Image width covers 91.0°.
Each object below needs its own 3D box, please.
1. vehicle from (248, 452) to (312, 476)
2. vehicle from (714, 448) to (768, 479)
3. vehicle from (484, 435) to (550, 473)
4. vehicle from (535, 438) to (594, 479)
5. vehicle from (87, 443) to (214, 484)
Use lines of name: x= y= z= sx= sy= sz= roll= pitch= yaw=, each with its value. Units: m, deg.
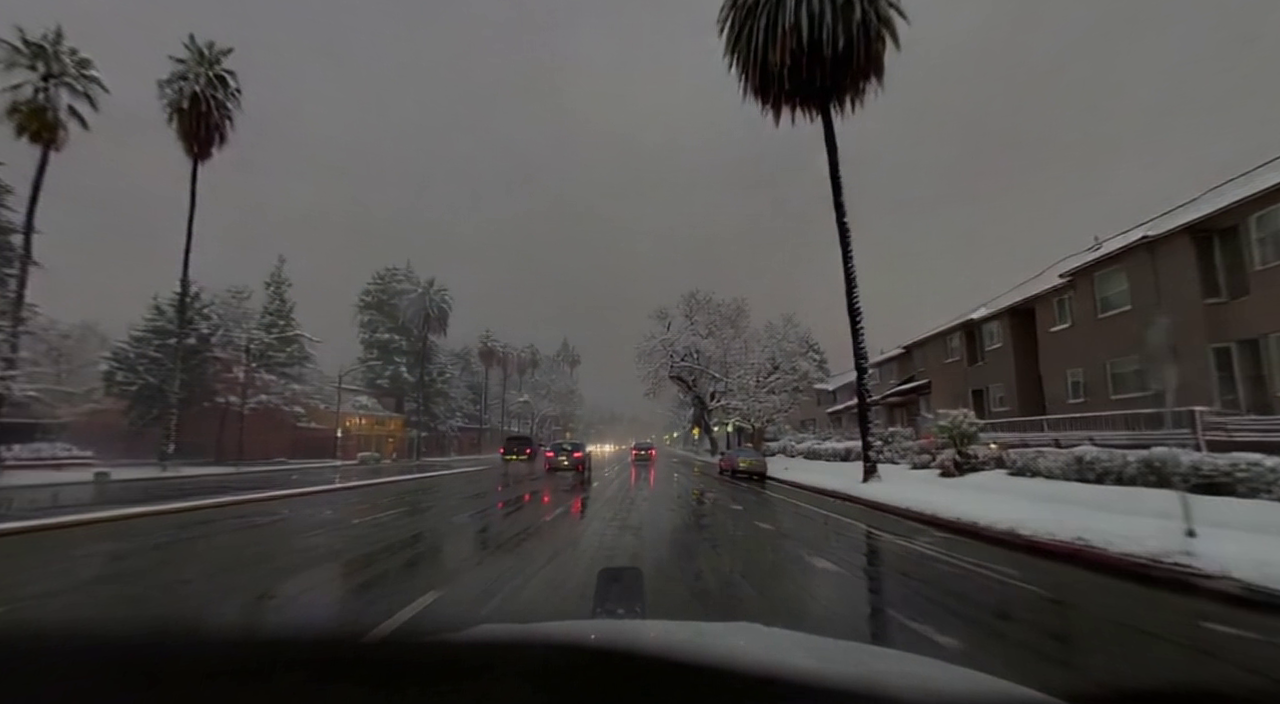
vehicle: x=-25.477 y=7.908 z=44.703 sx=1.838 sy=1.516 sz=4.484 roll=0 pitch=-9 yaw=1
vehicle: x=5.147 y=5.752 z=32.719 sx=1.994 sy=1.507 sz=4.173 roll=1 pitch=-9 yaw=-2
vehicle: x=-6.943 y=5.883 z=36.483 sx=2.457 sy=2.010 sz=6.330 roll=0 pitch=-9 yaw=1
vehicle: x=-3.547 y=5.108 z=30.428 sx=2.116 sy=1.806 sz=4.516 roll=0 pitch=-9 yaw=2
vehicle: x=-25.172 y=5.716 z=32.710 sx=2.116 sy=1.947 sz=5.507 roll=0 pitch=-9 yaw=0
